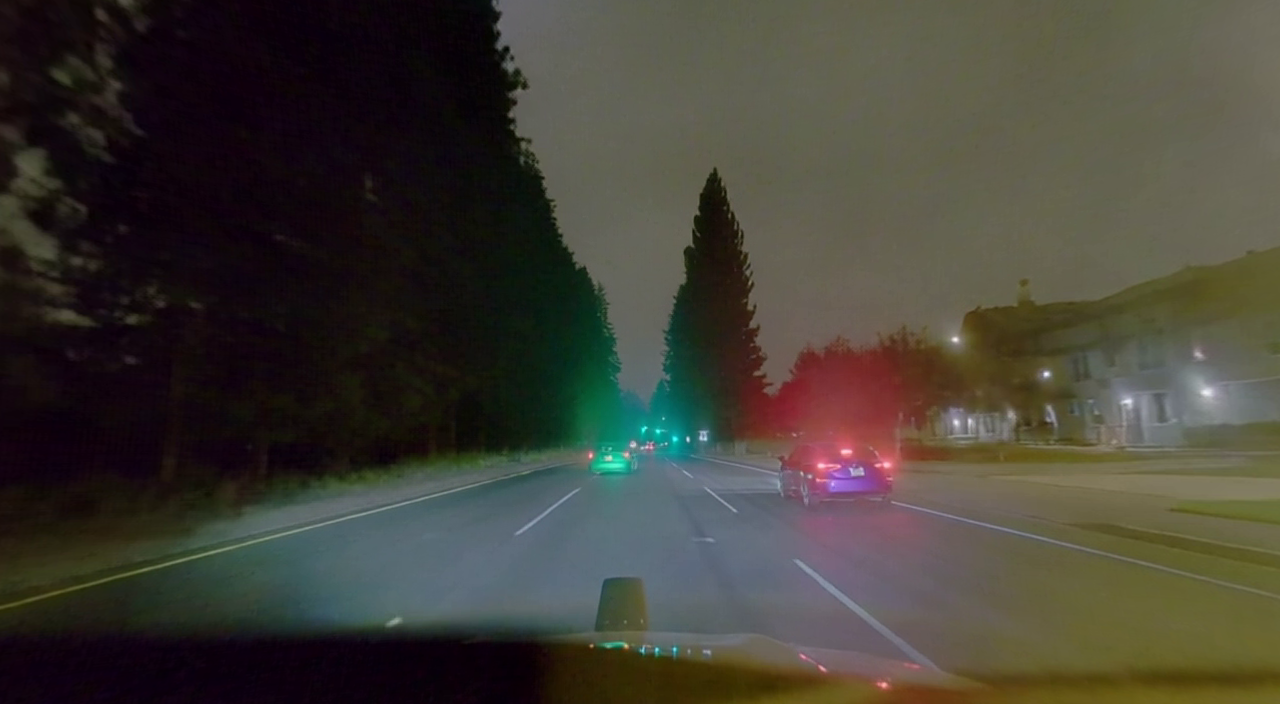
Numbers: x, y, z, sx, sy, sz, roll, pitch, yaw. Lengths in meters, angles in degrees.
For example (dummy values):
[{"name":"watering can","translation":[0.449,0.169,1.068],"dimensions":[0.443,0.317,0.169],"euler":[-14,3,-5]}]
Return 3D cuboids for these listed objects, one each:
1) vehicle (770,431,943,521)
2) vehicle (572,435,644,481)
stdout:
[{"name":"vehicle","translation":[4.174,2.424,13.056],"dimensions":[1.943,1.471,4.515],"euler":[-1,-8,0]},{"name":"vehicle","translation":[-1.084,3.967,23.974],"dimensions":[2.206,1.525,4.695],"euler":[-2,-8,3]}]
